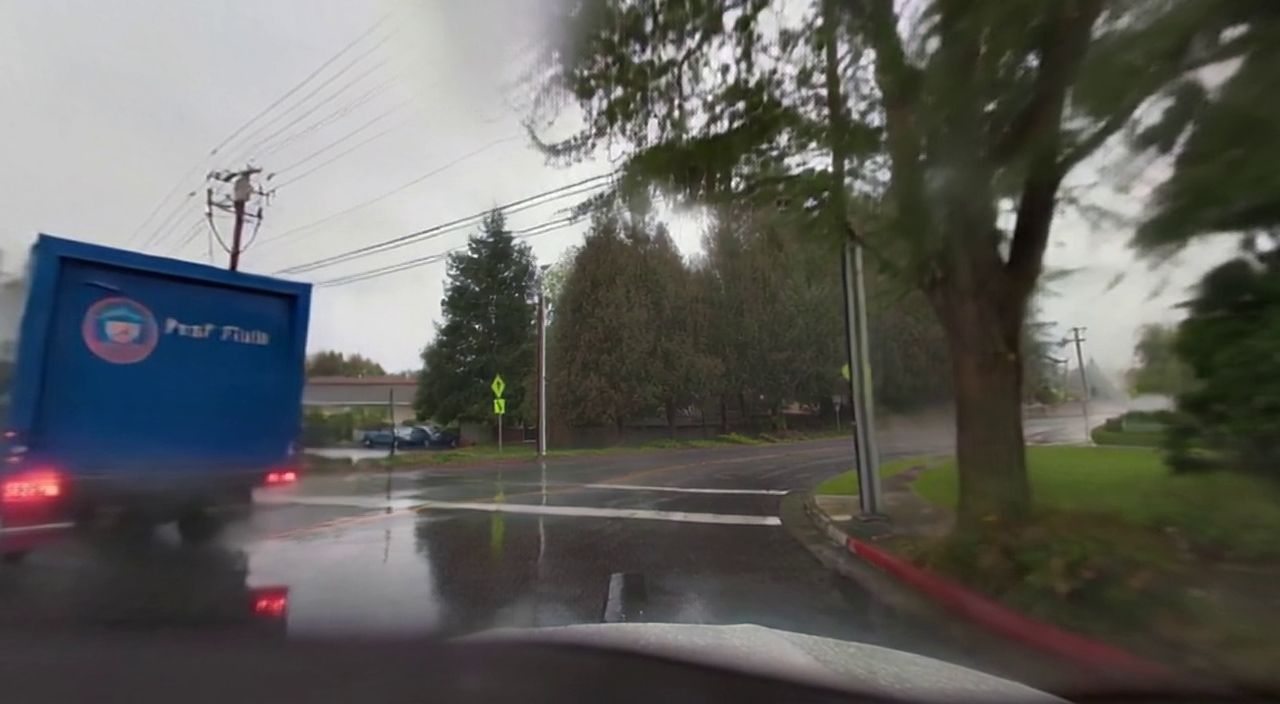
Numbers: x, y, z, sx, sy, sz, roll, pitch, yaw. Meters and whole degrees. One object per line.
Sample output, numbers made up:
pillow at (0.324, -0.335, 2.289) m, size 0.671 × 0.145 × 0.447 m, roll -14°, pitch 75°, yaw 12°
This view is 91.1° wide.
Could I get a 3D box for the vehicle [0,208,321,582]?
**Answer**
vehicle at (-8.787, 0.920, 9.481) m, size 9.680 × 3.326 × 2.838 m, roll -6°, pitch -10°, yaw 36°
